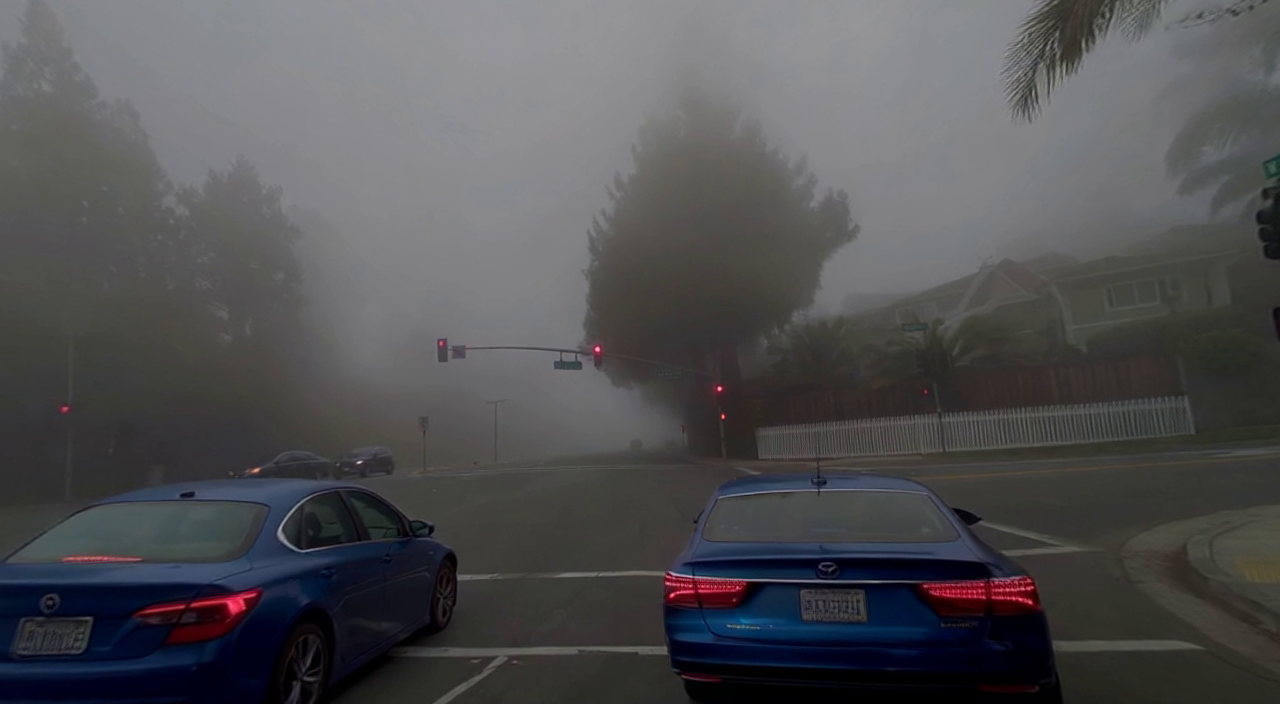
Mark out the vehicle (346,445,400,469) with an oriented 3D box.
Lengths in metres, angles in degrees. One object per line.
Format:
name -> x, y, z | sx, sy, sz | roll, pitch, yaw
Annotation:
vehicle -> -19.874, 7.832, 47.193 | 1.929, 1.644, 4.763 | 0, -9, 0

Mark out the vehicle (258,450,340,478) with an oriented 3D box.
vehicle -> -20.040, 6.568, 37.442 | 2.084, 1.528, 4.778 | 0, -9, 1

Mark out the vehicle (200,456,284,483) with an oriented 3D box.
vehicle -> -24.123, 7.123, 38.544 | 2.019, 1.427, 4.630 | 0, -9, 2
